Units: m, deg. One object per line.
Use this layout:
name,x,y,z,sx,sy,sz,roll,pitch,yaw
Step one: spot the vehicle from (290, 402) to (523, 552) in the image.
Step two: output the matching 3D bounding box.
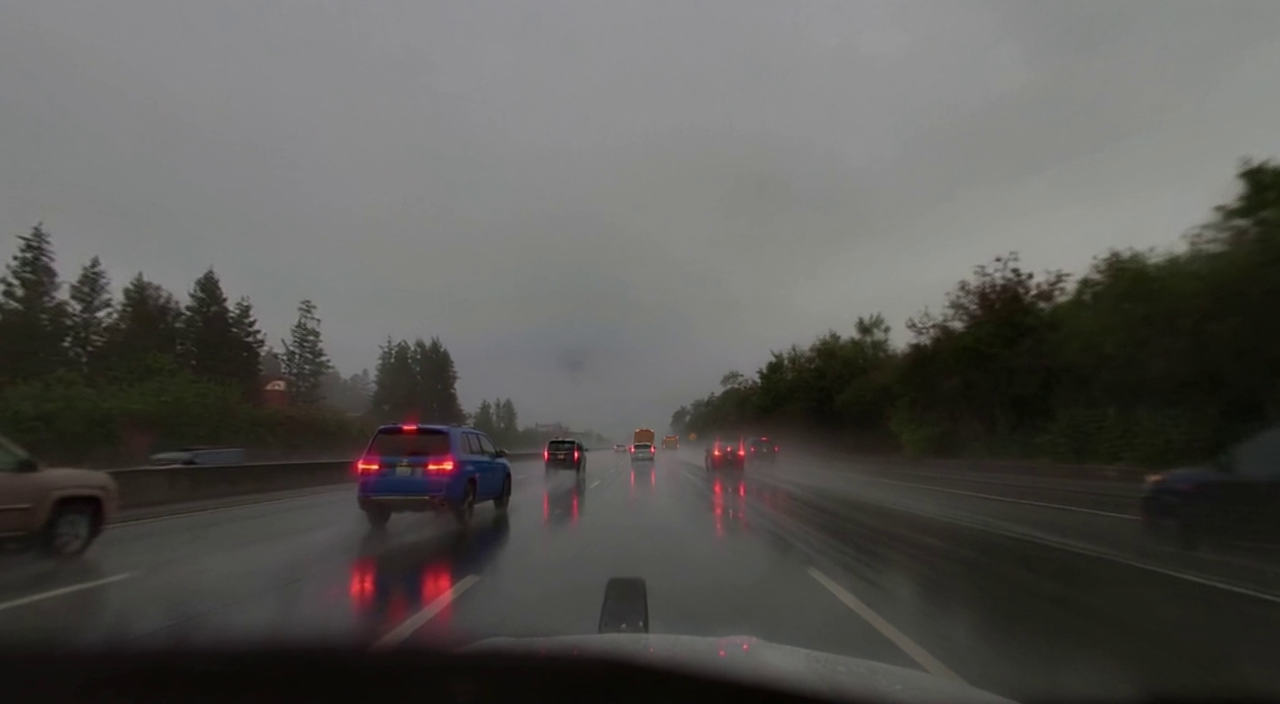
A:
vehicle,-3.405,1.926,10.332,2.016,1.898,4.458,0,-8,1

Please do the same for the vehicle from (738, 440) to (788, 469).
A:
vehicle,8.158,6.854,42.394,2.191,1.807,5.692,0,-8,0

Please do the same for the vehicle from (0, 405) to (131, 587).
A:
vehicle,-7.658,1.354,5.664,2.072,1.852,4.760,-1,-9,2

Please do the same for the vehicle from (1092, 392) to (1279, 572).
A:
vehicle,7.923,1.391,6.813,2.227,1.895,5.197,0,-9,1

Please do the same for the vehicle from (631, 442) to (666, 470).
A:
vehicle,0.501,6.328,38.529,2.042,1.632,3.654,0,-8,1

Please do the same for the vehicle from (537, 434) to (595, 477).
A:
vehicle,-3.451,4.931,30.245,2.155,1.843,4.567,0,-8,1

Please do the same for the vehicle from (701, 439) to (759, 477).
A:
vehicle,4.266,5.080,30.589,2.050,1.661,4.636,0,-8,-1
